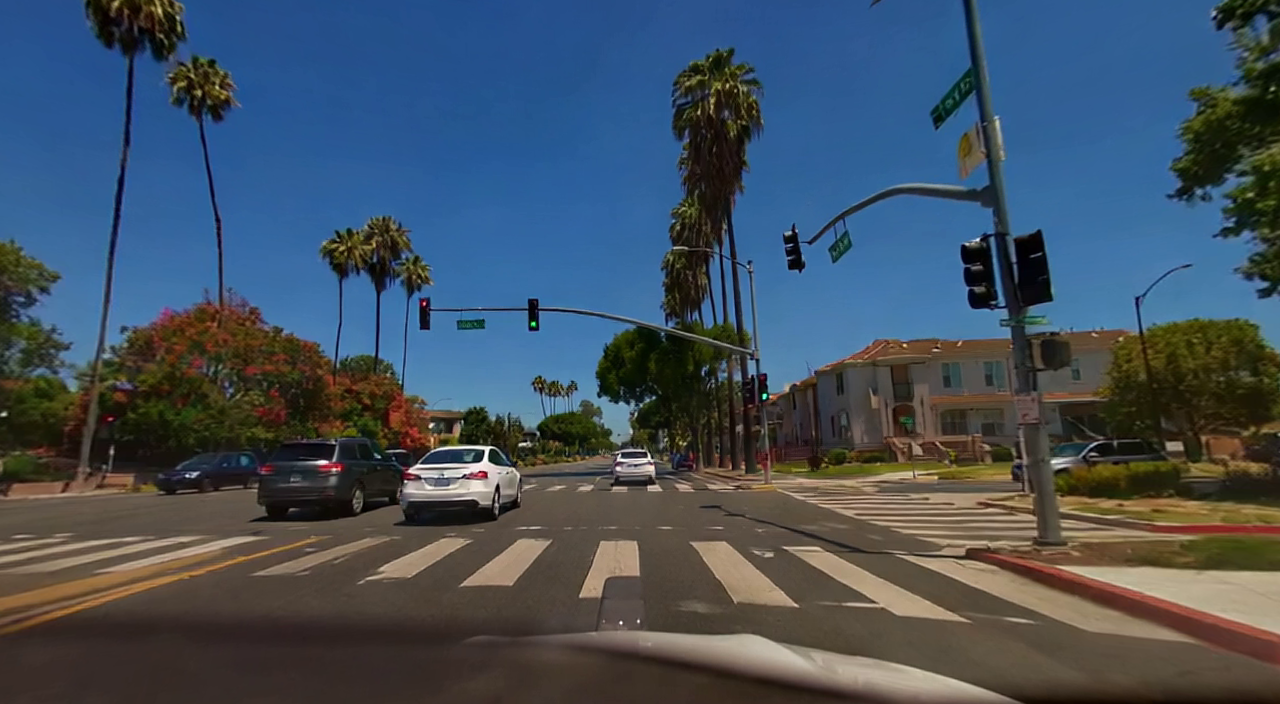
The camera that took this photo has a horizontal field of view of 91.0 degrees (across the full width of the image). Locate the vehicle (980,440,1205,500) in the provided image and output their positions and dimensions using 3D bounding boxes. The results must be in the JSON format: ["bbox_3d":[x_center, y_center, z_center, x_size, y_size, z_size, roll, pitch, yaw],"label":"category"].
[{"bbox_3d":[12.336,3.230,17.436,4.649,1.496,2.061,0,-9,-1],"label":"vehicle"}]

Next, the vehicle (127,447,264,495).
[{"bbox_3d":[-18.590,4.963,26.691,2.323,1.828,4.675,0,-9,0],"label":"vehicle"}]

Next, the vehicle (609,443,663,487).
[{"bbox_3d":[-0.177,5.102,28.672,2.280,1.803,4.240,0,-9,0],"label":"vehicle"}]

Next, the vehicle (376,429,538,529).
[{"bbox_3d":[-3.749,2.688,13.928,2.116,1.806,4.516,0,-9,1],"label":"vehicle"}]

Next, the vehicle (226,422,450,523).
[{"bbox_3d":[-7.094,2.935,15.988,2.457,2.010,6.330,0,-9,1],"label":"vehicle"}]
